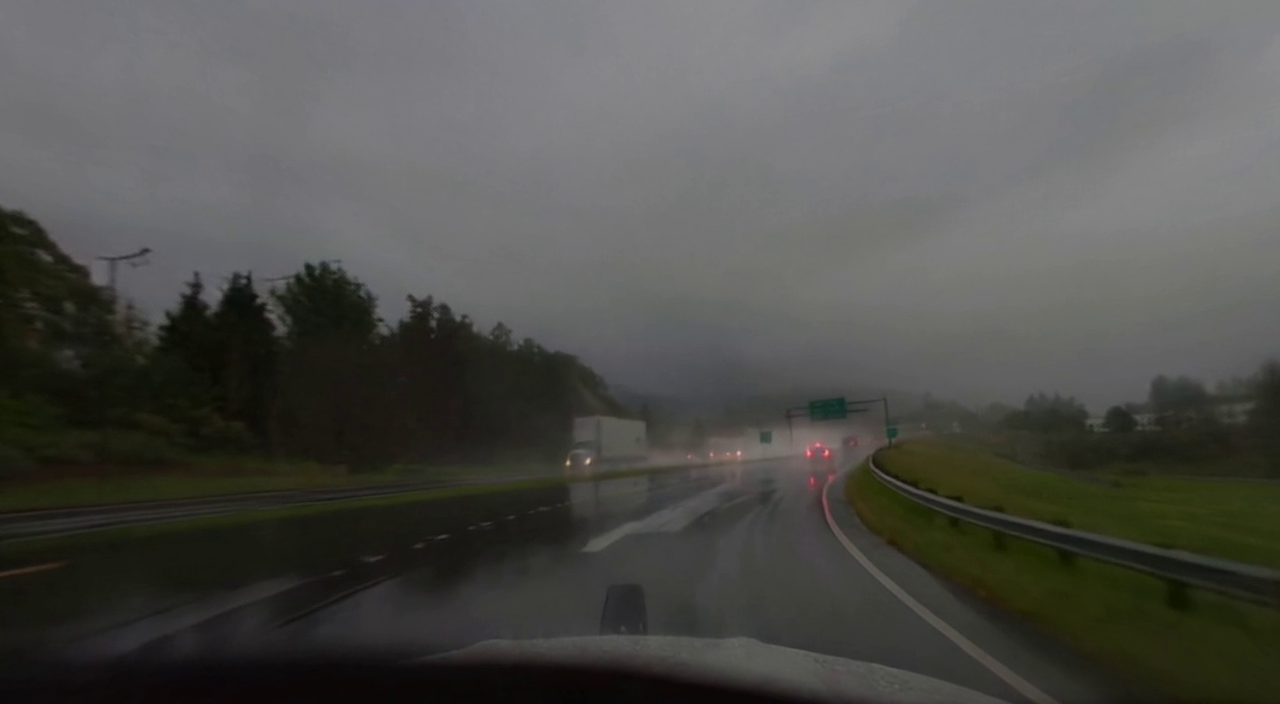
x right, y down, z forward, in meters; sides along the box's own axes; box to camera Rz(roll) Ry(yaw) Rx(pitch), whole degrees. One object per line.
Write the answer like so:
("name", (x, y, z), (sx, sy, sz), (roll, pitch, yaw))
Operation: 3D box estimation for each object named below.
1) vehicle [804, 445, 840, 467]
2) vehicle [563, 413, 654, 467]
("vehicle", (12.416, 7.052, 42.873), (1.807, 1.427, 3.645), (-4, -10, 23))
("vehicle", (-2.084, 6.544, 46.355), (2.965, 3.507, 9.019), (-4, -10, 23))
